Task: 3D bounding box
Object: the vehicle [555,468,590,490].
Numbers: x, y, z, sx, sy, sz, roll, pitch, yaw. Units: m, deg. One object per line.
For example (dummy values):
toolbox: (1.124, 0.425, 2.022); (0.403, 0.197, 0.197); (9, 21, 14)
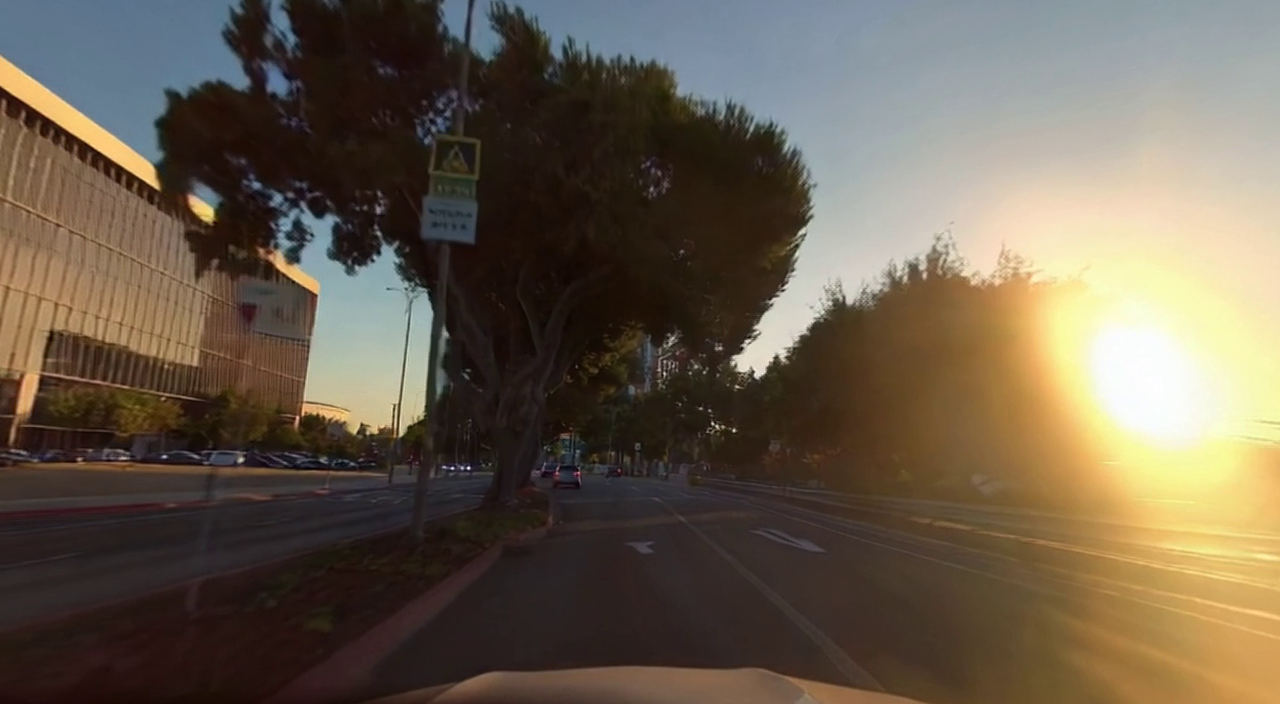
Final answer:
vehicle: (-3.960, 7.338, 36.386); (1.775, 1.186, 2.933); (3, -11, -10)
